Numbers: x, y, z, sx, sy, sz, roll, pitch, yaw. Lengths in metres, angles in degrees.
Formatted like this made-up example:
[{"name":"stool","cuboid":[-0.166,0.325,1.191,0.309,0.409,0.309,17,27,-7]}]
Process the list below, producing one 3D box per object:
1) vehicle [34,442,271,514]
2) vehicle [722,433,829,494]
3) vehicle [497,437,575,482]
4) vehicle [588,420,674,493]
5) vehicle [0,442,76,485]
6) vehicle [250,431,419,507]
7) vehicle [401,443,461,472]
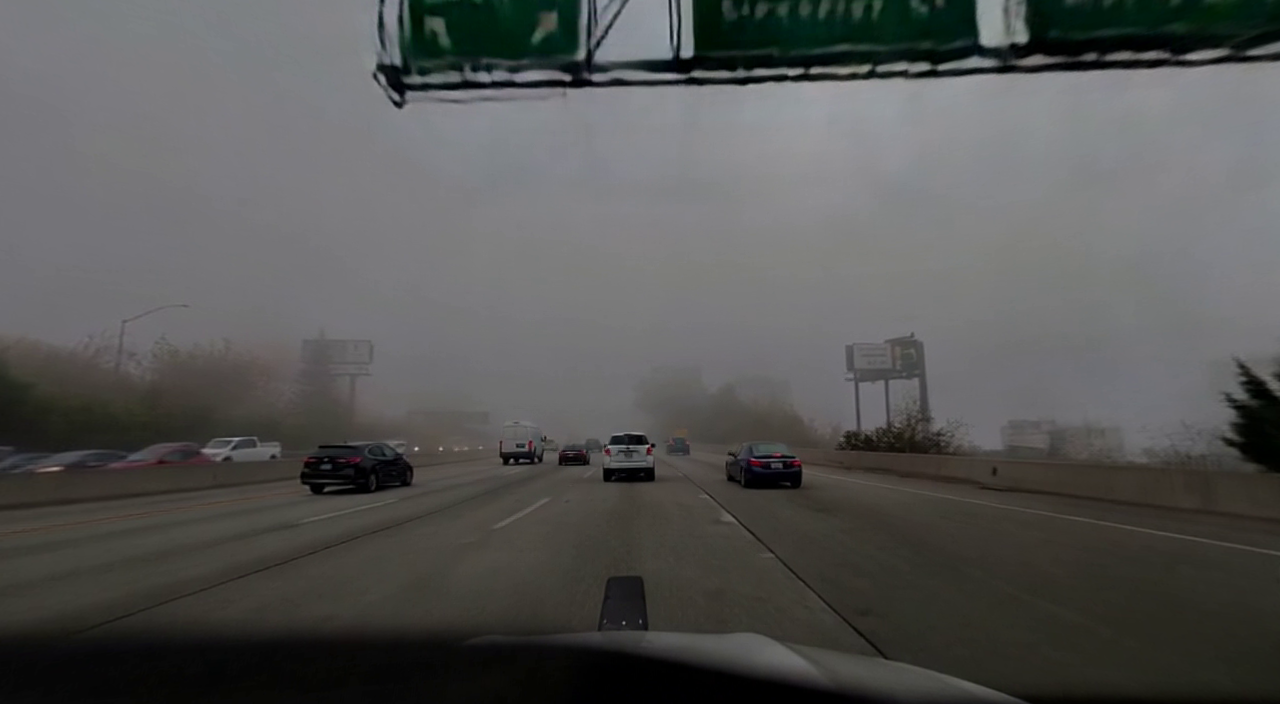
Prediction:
[{"name":"vehicle","cuboid":[-11.204,2.877,15.047,1.970,1.441,4.555,0,-8,1]},{"name":"vehicle","cuboid":[3.674,3.106,18.015,1.942,1.487,4.518,0,-8,-1]},{"name":"vehicle","cuboid":[-3.804,4.018,23.892,2.079,1.499,4.512,0,-8,1]},{"name":"vehicle","cuboid":[-0.250,3.023,18.599,2.209,1.863,4.626,0,-8,0]},{"name":"vehicle","cuboid":[-25.676,4.453,25.297,1.889,1.629,4.486,0,-8,0]},{"name":"vehicle","cuboid":[-7.438,2.869,15.997,2.021,1.632,4.417,0,-8,1]},{"name":"vehicle","cuboid":[-11.435,5.752,34.764,1.923,1.480,3.905,0,-8,0]}]
